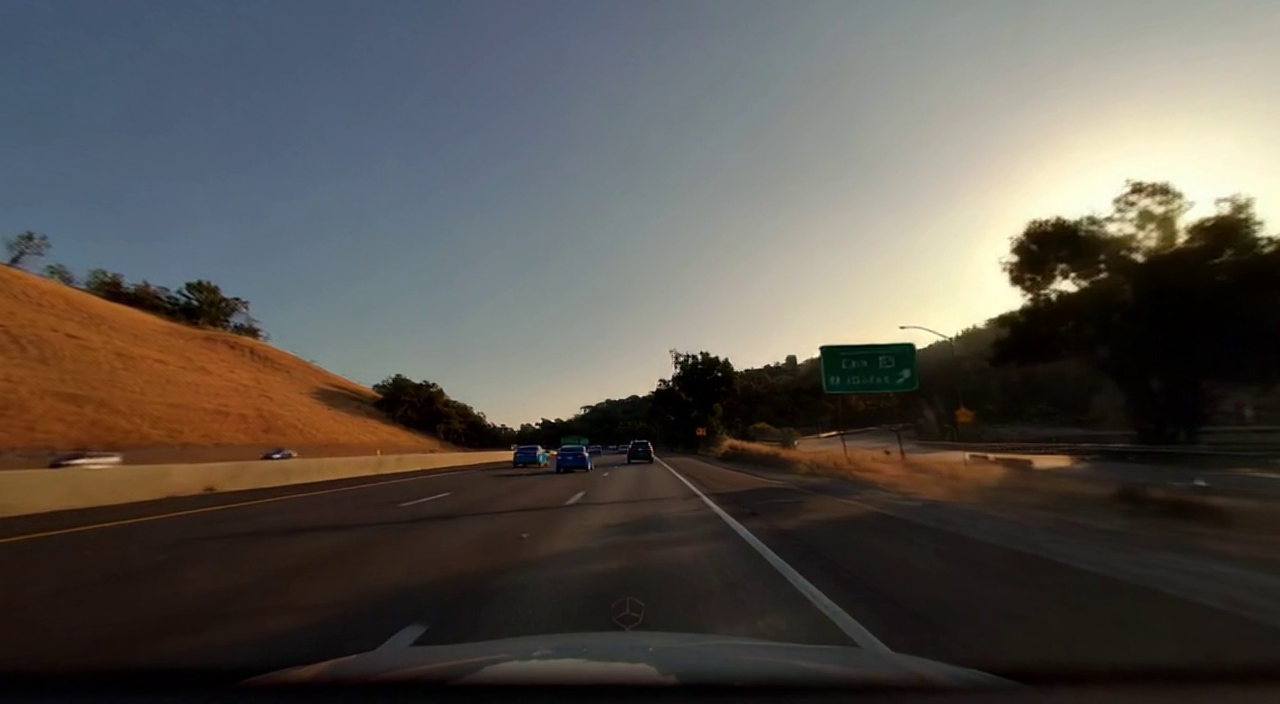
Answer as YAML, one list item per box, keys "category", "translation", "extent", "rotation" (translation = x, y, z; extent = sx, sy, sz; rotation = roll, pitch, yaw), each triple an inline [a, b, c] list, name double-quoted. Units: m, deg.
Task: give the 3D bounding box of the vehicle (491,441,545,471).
- category: "vehicle"
  translation: [-6.779, 5.836, 35.609]
  extent: [2.009, 1.519, 4.697]
  rotation: [0, -8, 1]

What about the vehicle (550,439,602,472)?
- category: "vehicle"
  translation: [-3.292, 5.457, 33.447]
  extent: [2.139, 1.589, 5.102]
  rotation: [0, -8, 1]

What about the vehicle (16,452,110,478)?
- category: "vehicle"
  translation: [-37.546, 7.318, 41.201]
  extent: [1.956, 1.551, 4.516]
  rotation: [0, -8, -1]

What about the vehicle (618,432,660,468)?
- category: "vehicle"
  translation: [-0.042, 5.721, 36.819]
  extent: [2.309, 1.915, 5.130]
  rotation: [0, -8, 0]
